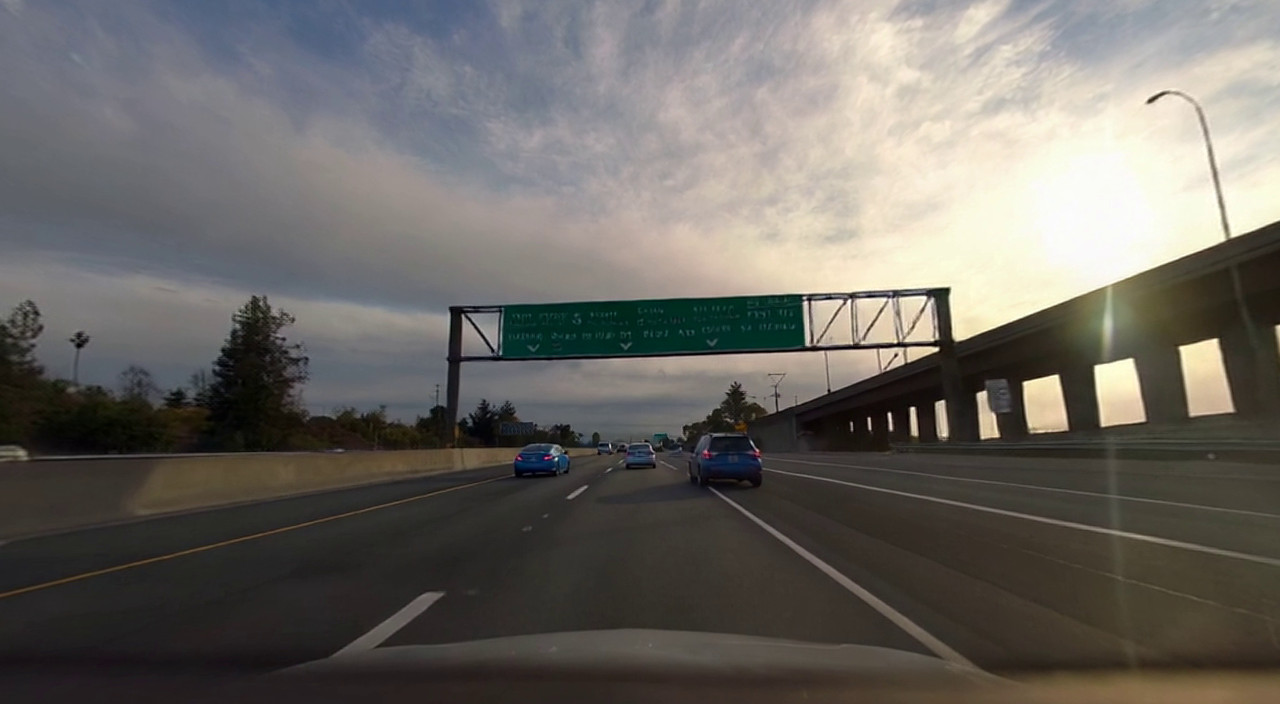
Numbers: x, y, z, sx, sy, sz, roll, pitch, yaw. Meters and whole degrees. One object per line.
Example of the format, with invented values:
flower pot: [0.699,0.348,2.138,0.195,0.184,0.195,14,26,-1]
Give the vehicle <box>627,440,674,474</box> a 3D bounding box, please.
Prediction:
vehicle: [0.490,4.978,30.105,2.089,1.493,3.964,0,-8,0]

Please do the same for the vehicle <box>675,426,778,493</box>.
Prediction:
vehicle: [2.398,3.144,18.690,2.202,1.748,4.158,1,-8,-4]

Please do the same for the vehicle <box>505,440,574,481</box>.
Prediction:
vehicle: [-3.959,4.337,25.531,2.031,1.491,4.145,0,-8,1]
